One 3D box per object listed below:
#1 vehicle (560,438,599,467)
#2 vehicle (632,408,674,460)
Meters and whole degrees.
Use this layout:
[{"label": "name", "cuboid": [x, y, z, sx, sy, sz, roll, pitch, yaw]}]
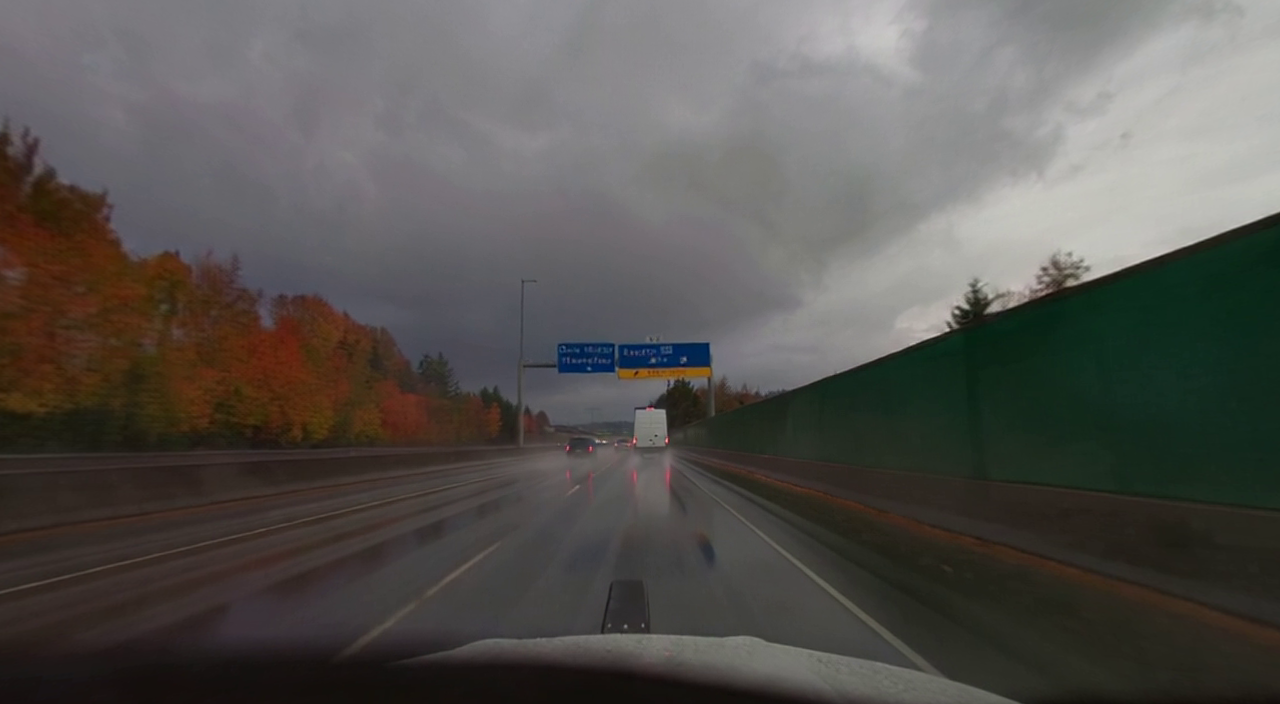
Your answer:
[{"label": "vehicle", "cuboid": [-3.417, 5.738, 36.140, 1.927, 1.556, 3.921, 0, -8, 0]}, {"label": "vehicle", "cuboid": [1.046, 6.531, 49.739, 2.933, 3.701, 10.425, 0, -8, 1]}]
